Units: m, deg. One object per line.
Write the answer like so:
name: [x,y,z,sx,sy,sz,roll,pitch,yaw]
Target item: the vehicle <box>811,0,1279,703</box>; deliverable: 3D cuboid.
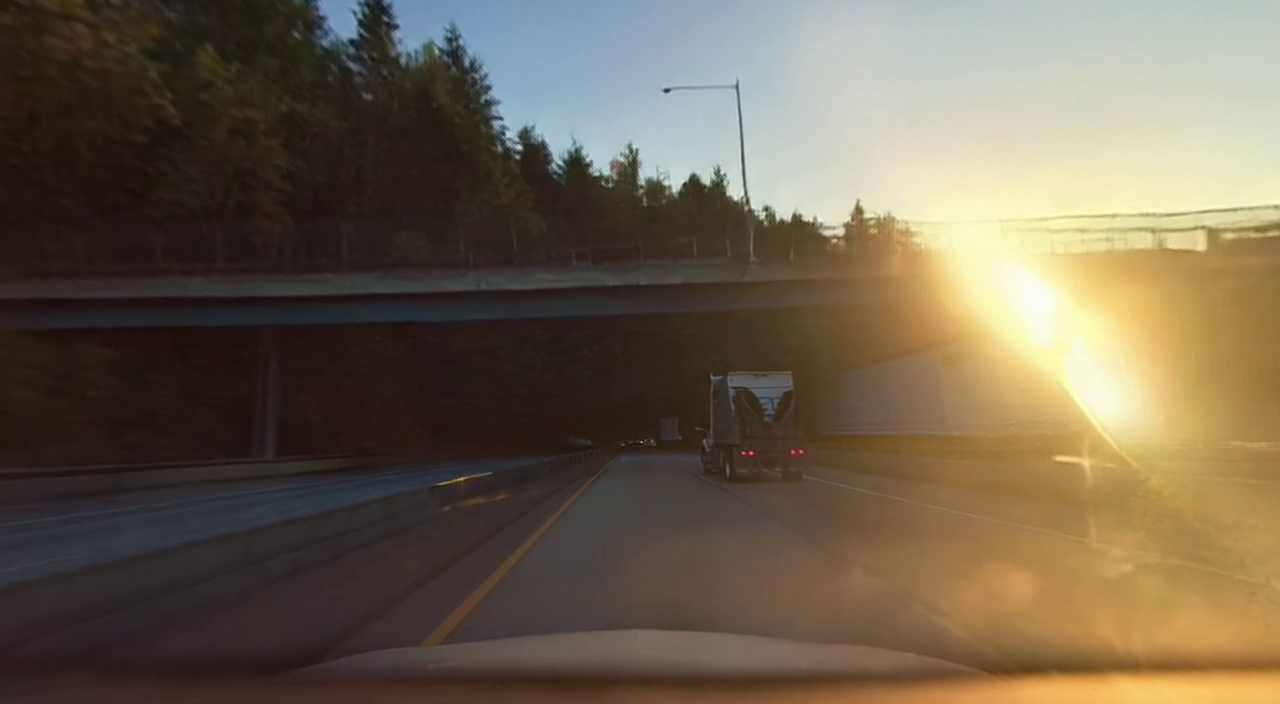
vehicle: [3.999,0.022,4.481,3.006,3.850,8.310,0,-8,-1]
